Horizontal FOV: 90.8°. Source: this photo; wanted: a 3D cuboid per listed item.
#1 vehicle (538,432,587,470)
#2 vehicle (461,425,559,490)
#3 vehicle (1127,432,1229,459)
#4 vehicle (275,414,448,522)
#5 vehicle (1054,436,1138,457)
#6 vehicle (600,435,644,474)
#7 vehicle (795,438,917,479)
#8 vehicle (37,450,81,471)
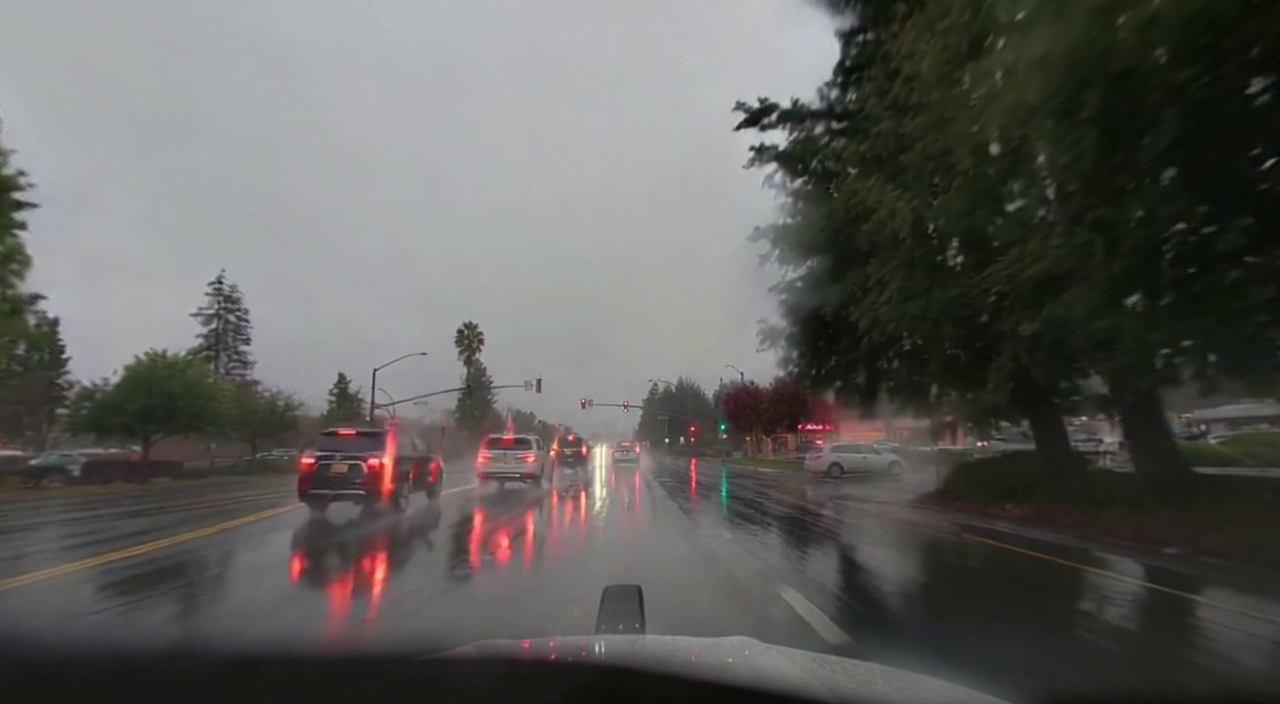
[{"bbox_3d":[-4.373,5.687,36.554,2.252,1.999,5.605,0,-8,-2],"label":"vehicle"},{"bbox_3d":[-4.105,3.428,20.901,2.159,1.877,4.925,0,-8,0],"label":"vehicle"},{"bbox_3d":[31.750,5.529,37.363,4.352,1.482,1.954,1,-8,-3],"label":"vehicle"},{"bbox_3d":[-5.451,2.307,13.144,2.093,1.803,4.668,1,-8,-9],"label":"vehicle"},{"bbox_3d":[31.928,6.608,44.328,4.438,1.423,1.897,0,-8,-1],"label":"vehicle"},{"bbox_3d":[-0.894,5.083,31.717,2.061,1.809,4.141,0,-8,-1],"label":"vehicle"},{"bbox_3d":[9.668,4.734,28.414,4.734,1.726,2.039,2,-8,-12],"label":"vehicle"},{"bbox_3d":[-45.645,8.497,49.720,1.970,1.508,4.687,6,-10,-37],"label":"vehicle"}]
